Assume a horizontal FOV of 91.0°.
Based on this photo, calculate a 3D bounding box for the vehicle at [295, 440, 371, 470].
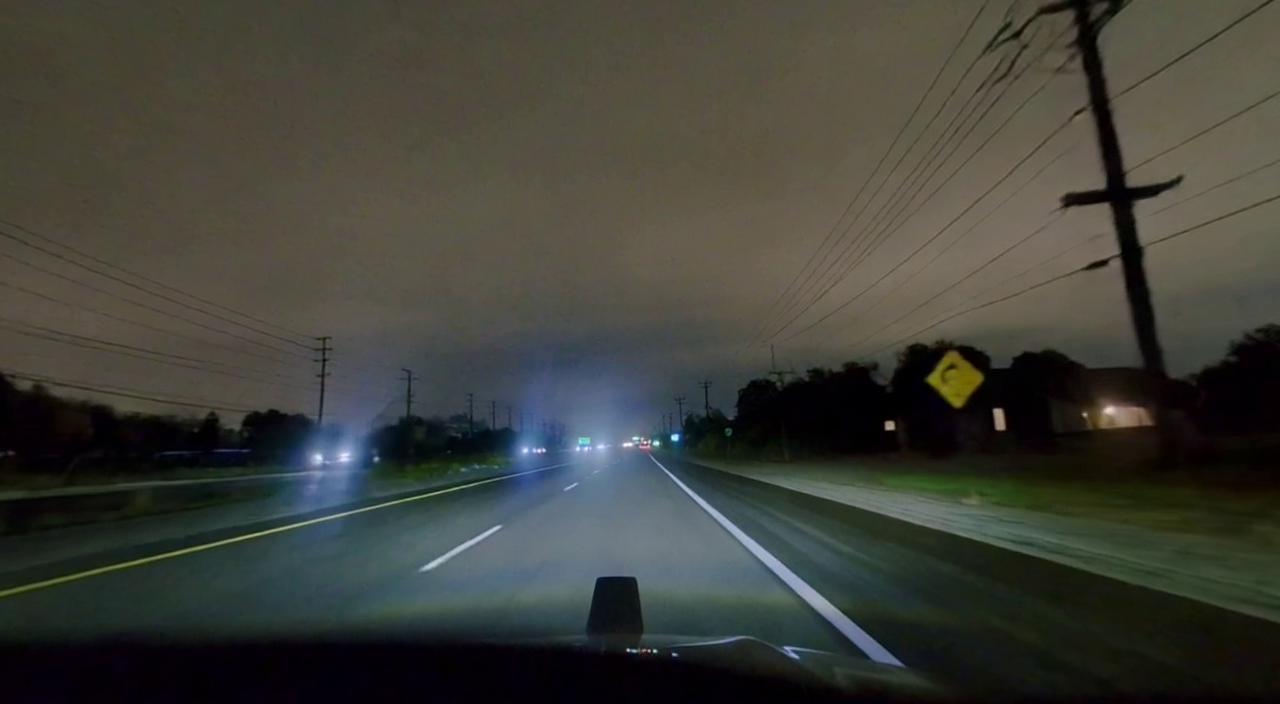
[{"bbox_3d":[-21.263,7.181,43.996,2.260,1.934,5.875,0,-9,1],"label":"vehicle"}]
